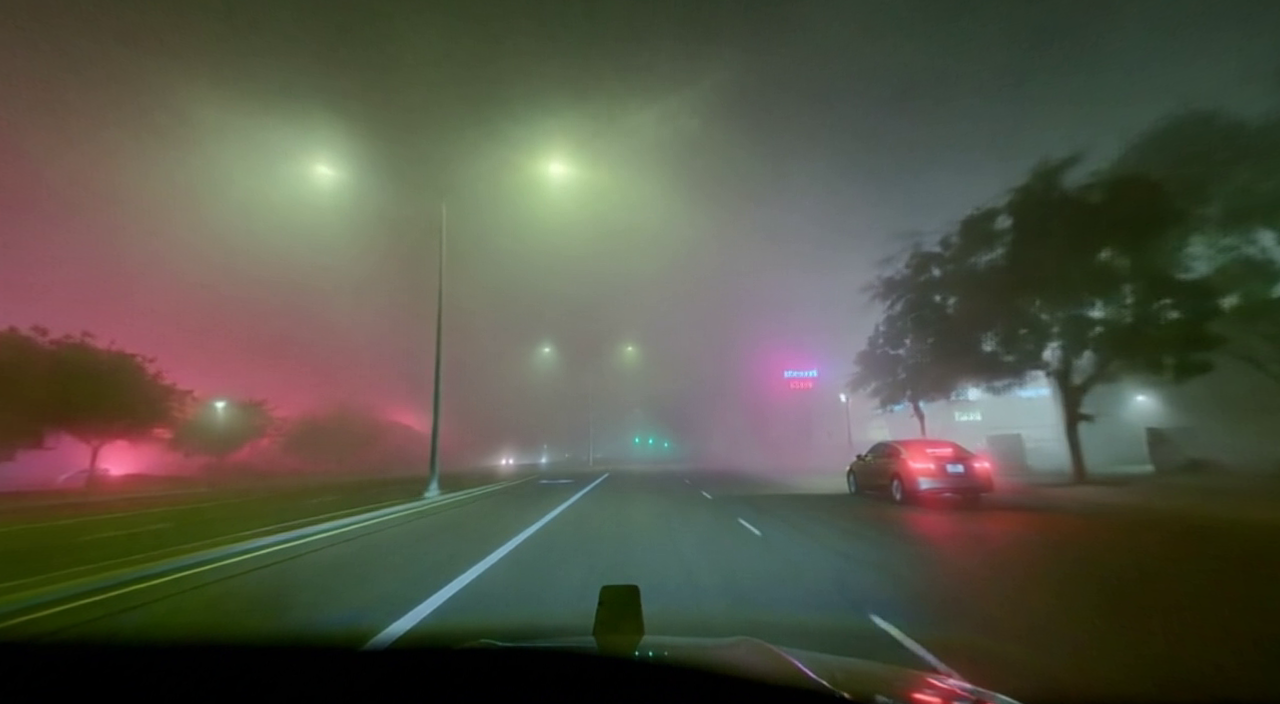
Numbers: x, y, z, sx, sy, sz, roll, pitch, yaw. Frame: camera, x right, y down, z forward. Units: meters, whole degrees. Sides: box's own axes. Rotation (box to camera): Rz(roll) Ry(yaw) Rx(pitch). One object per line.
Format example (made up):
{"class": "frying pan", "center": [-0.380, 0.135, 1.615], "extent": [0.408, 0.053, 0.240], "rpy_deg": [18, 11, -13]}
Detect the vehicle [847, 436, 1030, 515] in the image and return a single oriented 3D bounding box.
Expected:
{"class": "vehicle", "center": [6.613, 2.767, 14.737], "extent": [1.913, 1.504, 4.738], "rpy_deg": [0, -9, 0]}

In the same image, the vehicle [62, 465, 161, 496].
{"class": "vehicle", "center": [-32.703, 7.913, 39.181], "extent": [1.990, 1.595, 4.310], "rpy_deg": [-8, -11, 40]}
